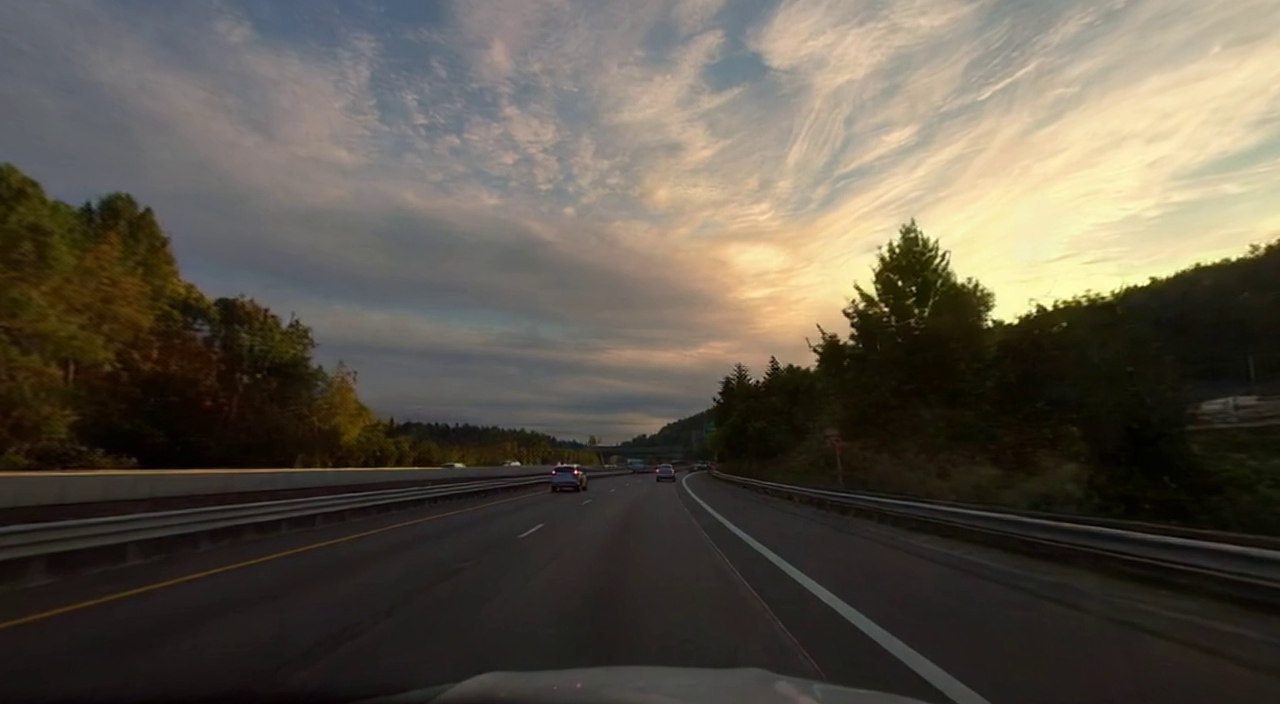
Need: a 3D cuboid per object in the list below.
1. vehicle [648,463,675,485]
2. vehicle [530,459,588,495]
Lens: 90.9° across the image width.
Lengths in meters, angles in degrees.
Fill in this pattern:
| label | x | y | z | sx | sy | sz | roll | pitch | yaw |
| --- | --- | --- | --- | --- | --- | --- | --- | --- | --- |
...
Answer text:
| label | x | y | z | sx | sy | sz | roll | pitch | yaw |
| --- | --- | --- | --- | --- | --- | --- | --- | --- | --- |
| vehicle | 1.646 | 9.461 | 49.054 | 2.000 | 1.594 | 3.996 | 1 | -10 | 2 |
| vehicle | -3.810 | 6.034 | 30.529 | 2.063 | 1.556 | 4.740 | 1 | -10 | 1 |
